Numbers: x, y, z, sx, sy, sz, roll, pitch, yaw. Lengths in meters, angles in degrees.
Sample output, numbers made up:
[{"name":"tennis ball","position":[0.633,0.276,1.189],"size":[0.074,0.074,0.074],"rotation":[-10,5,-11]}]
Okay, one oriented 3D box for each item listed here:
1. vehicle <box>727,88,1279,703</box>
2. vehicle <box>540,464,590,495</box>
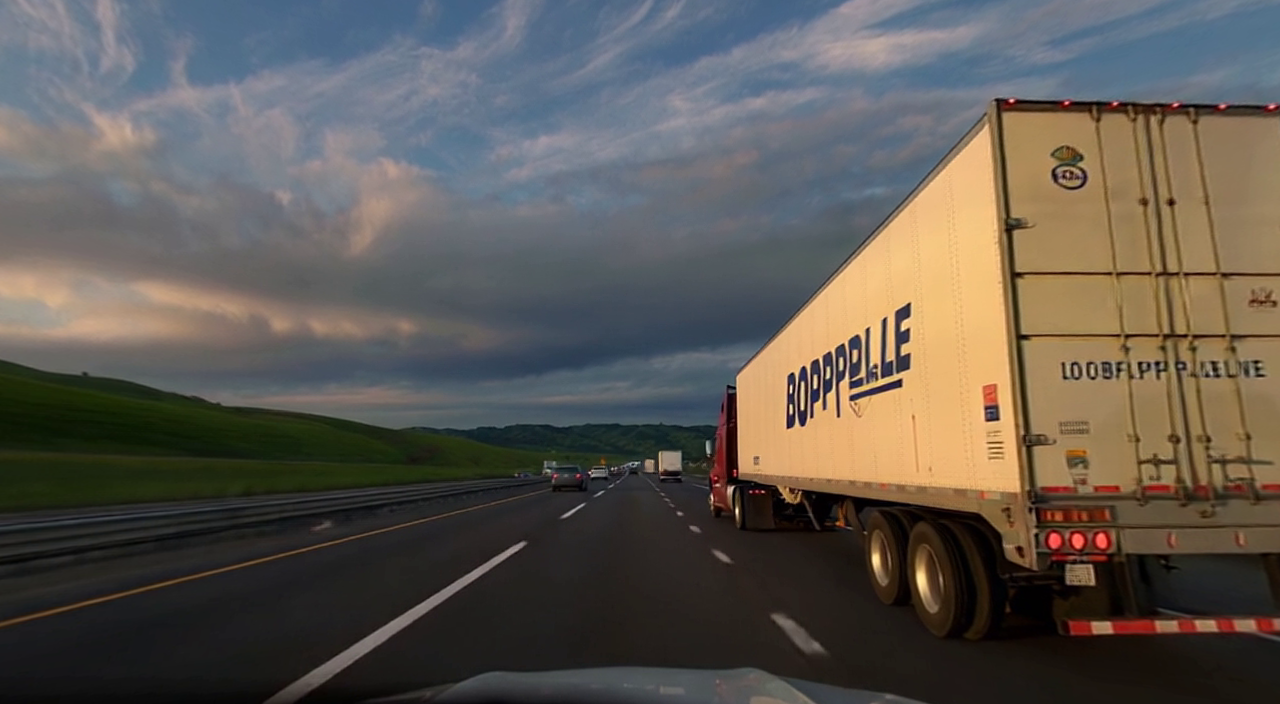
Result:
[{"name":"vehicle","position":[3.941,1.417,11.019],"size":[2.839,4.062,14.051],"rotation":[1,-11,0]},{"name":"vehicle","position":[-4.079,7.031,34.984],"size":[2.088,1.566,4.853],"rotation":[1,-11,1]}]
